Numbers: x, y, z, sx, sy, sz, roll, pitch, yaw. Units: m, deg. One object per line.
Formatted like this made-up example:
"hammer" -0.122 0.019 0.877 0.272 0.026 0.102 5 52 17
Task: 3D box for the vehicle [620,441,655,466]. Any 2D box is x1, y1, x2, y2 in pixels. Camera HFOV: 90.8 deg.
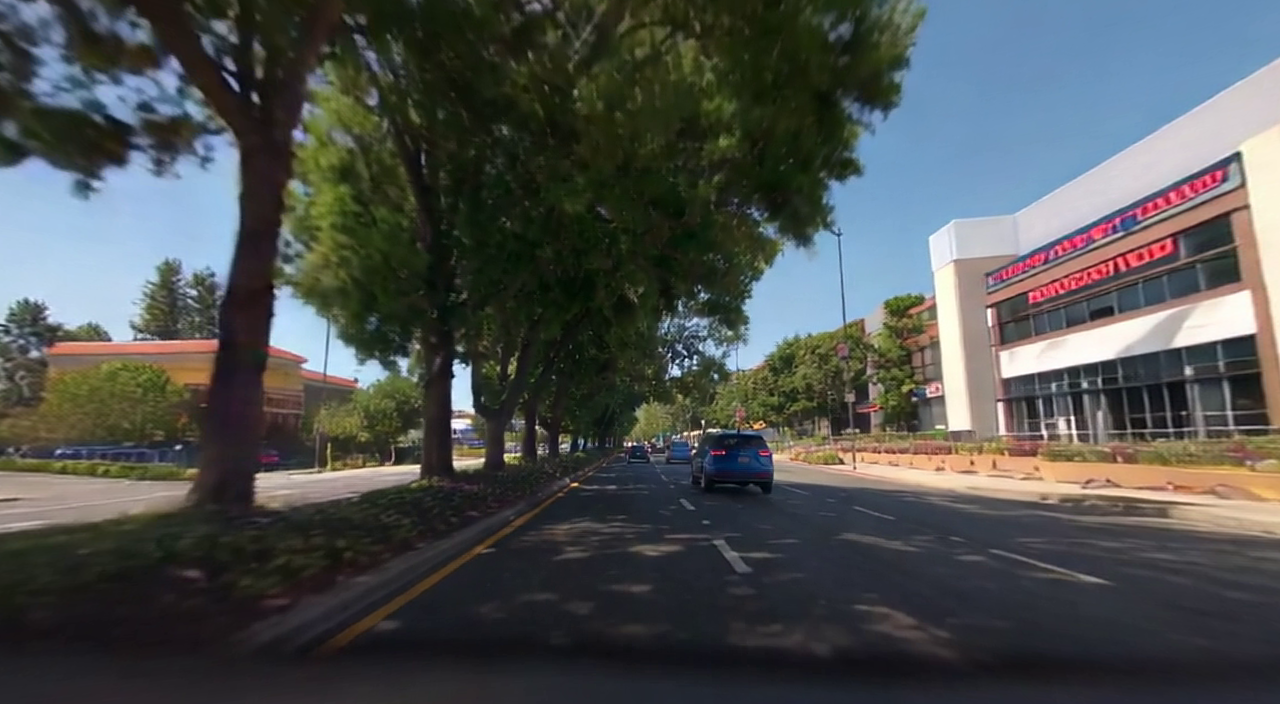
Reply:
"vehicle" -0.178 6.270 39.081 2.056 1.440 3.798 0 -8 -1

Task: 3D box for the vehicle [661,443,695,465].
"vehicle" 2.508 6.856 42.785 1.970 1.402 3.756 0 -8 -2

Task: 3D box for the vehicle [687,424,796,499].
"vehicle" 2.654 3.016 17.788 2.140 1.811 4.593 0 -8 -2
